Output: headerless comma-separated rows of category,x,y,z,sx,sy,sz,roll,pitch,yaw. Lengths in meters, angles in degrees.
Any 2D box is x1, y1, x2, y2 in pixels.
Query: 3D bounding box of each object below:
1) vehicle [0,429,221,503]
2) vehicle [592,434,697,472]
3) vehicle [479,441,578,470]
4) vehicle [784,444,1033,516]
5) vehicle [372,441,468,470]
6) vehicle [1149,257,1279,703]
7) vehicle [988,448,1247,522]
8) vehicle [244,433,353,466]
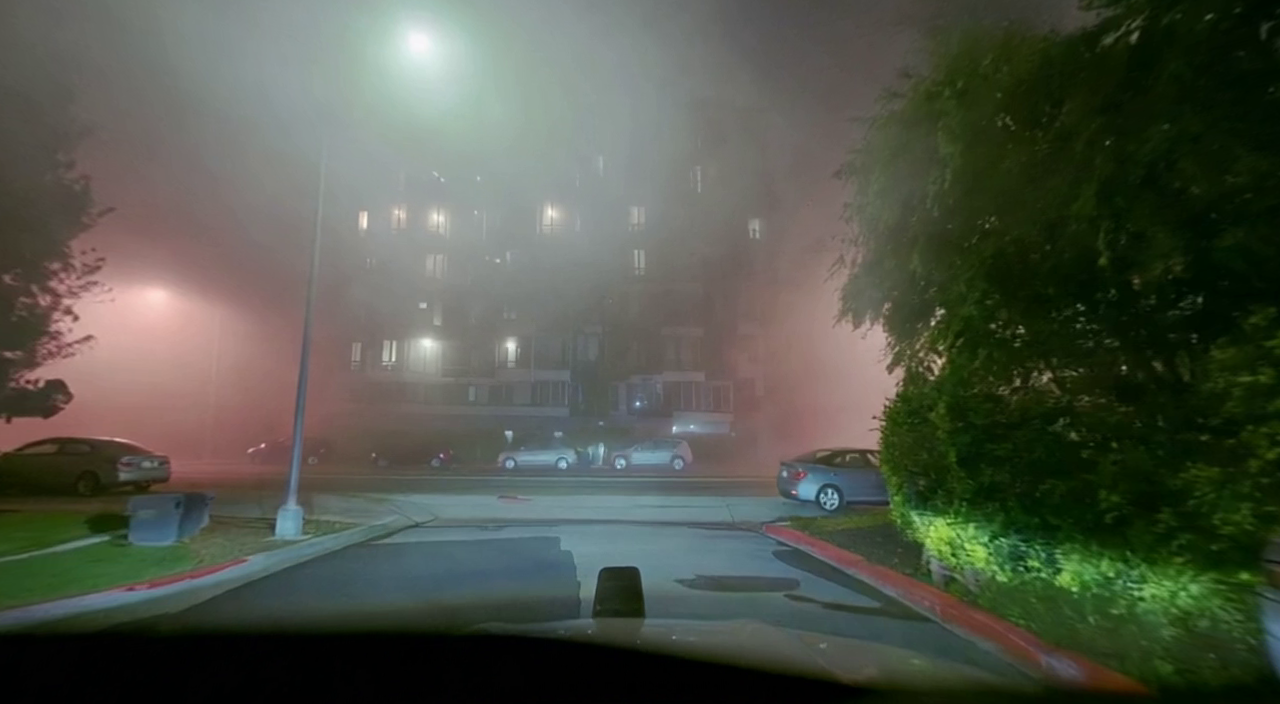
vehicle,-12.432,2.553,14.364,4.359,1.519,1.964,0,-8,-1
vehicle,0.147,5.258,32.960,5.299,1.860,2.098,1,-8,-5
vehicle,-5.706,5.376,32.843,4.851,1.339,1.785,-1,-11,-2
vehicle,5.844,2.840,14.301,4.714,1.471,1.978,-1,-8,2
vehicle,-11.323,5.319,32.718,4.336,1.438,1.776,0,-8,-3
vehicle,4.774,0.530,1.143,5.606,1.882,2.448,0,-8,-2
vehicle,10.621,2.950,14.339,4.163,1.500,2.076,0,-8,-1
vehicle,-17.474,5.004,32.488,4.426,1.641,1.889,0,-8,-5
